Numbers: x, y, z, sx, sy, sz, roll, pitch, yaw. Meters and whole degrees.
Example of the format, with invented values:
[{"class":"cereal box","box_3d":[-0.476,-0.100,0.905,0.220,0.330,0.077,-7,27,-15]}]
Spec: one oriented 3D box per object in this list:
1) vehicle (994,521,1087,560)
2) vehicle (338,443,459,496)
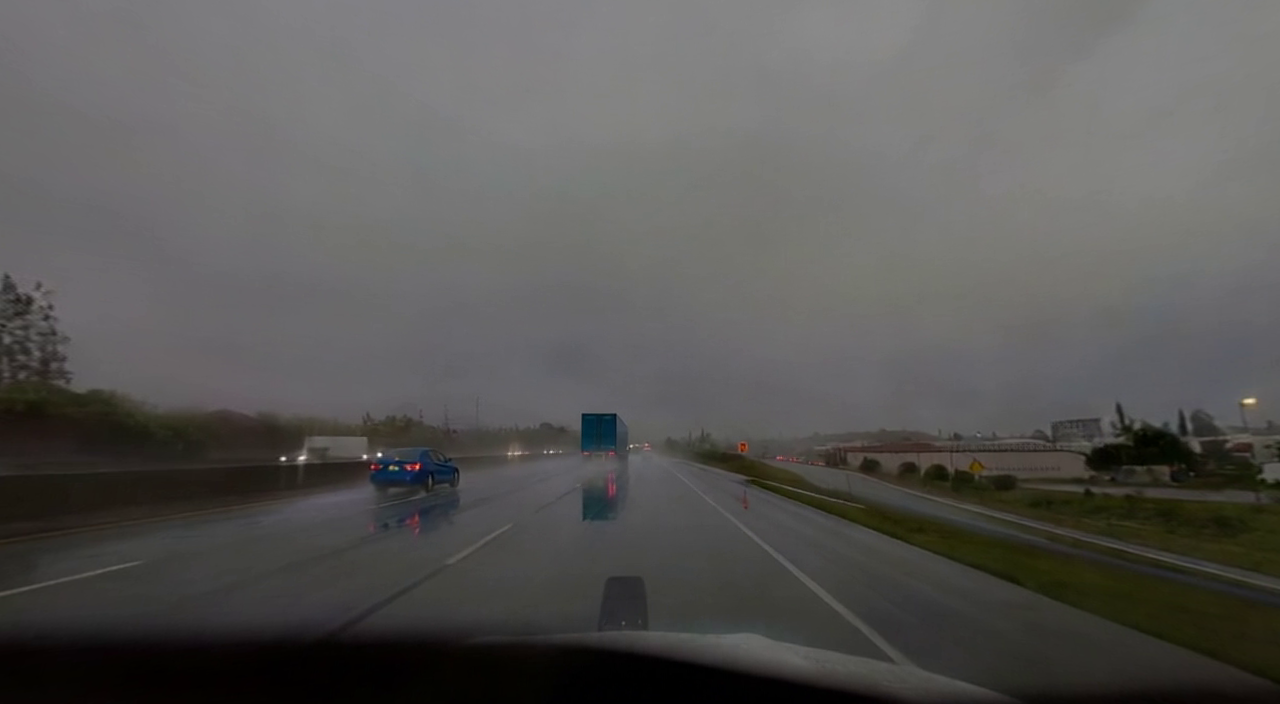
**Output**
[{"class":"vehicle","box_3d":[24.061,11.353,37.998,2.126,1.475,4.971,0,-8,-4]},{"class":"vehicle","box_3d":[-7.415,3.636,19.875,1.901,1.467,4.629,0,-8,1]}]
